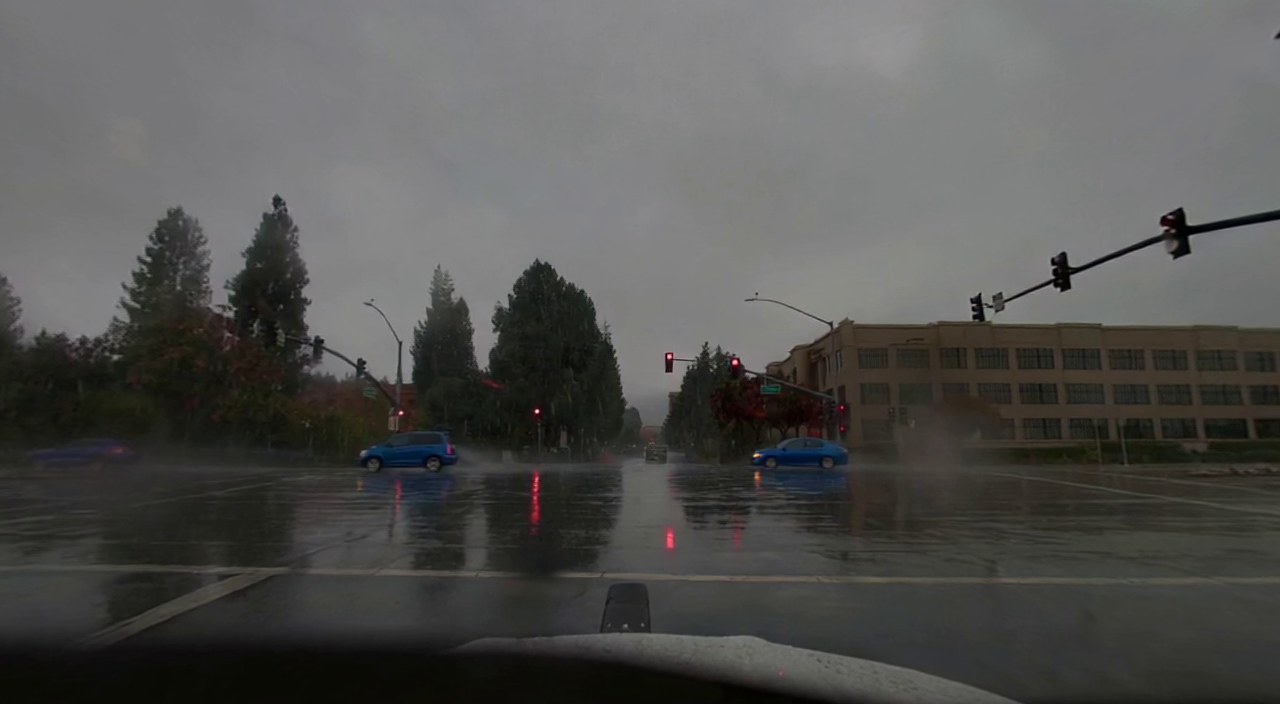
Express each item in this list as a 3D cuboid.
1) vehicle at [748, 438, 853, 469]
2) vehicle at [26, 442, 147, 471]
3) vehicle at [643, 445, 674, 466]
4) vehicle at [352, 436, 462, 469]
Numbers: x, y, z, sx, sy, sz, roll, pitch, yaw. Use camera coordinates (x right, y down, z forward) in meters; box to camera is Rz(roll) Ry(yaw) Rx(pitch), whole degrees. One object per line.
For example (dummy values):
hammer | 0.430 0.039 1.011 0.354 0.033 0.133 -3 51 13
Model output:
vehicle | 7.790 4.961 30.953 4.681 1.465 1.820 0 -9 2
vehicle | -28.136 5.307 32.131 4.443 1.426 1.778 0 -9 0
vehicle | 1.297 7.634 46.475 2.132 1.449 4.235 0 -9 0
vehicle | -11.600 5.035 31.546 4.735 1.588 1.877 0 -9 2
